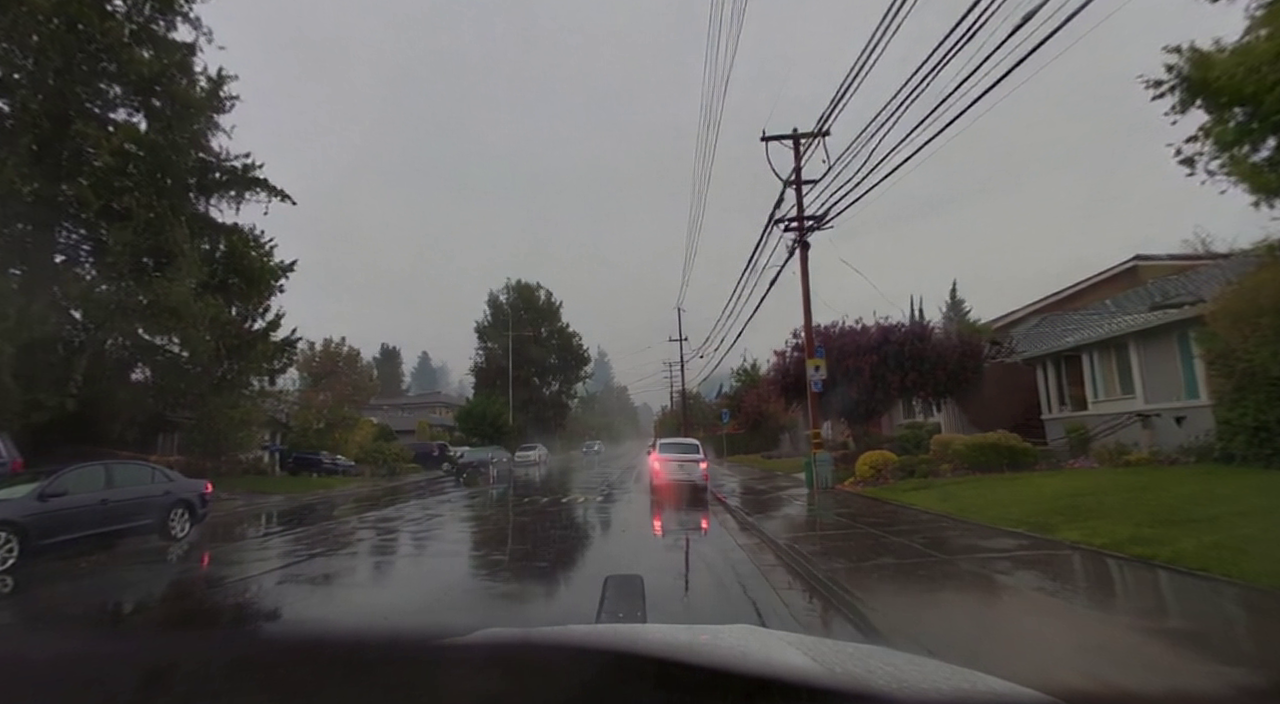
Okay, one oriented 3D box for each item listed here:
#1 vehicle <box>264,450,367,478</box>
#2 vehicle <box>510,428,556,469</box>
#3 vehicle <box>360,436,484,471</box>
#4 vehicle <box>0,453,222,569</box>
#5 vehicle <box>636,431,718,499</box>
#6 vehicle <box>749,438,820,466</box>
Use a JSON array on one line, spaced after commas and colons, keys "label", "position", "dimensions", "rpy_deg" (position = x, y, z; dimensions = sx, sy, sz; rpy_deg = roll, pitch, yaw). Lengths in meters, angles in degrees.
[{"label": "vehicle", "position": [-17.201, 5.963, 33.651], "dimensions": [4.481, 1.420, 1.712], "rpy_deg": [0, -9, -2]}, {"label": "vehicle", "position": [-8.043, 7.304, 48.013], "dimensions": [2.199, 2.902, 5.848], "rpy_deg": [0, -8, 3]}, {"label": "vehicle", "position": [-12.857, 6.052, 37.656], "dimensions": [6.488, 2.009, 2.354], "rpy_deg": [0, -9, 2]}, {"label": "vehicle", "position": [-9.158, 2.330, 9.877], "dimensions": [1.968, 1.449, 4.502], "rpy_deg": [-1, -8, 3]}, {"label": "vehicle", "position": [0.971, 2.898, 16.521], "dimensions": [1.908, 1.572, 3.105], "rpy_deg": [-1, -8, 4]}, {"label": "vehicle", "position": [9.025, 6.268, 39.690], "dimensions": [4.075, 1.674, 1.811], "rpy_deg": [0, -8, 3]}]
